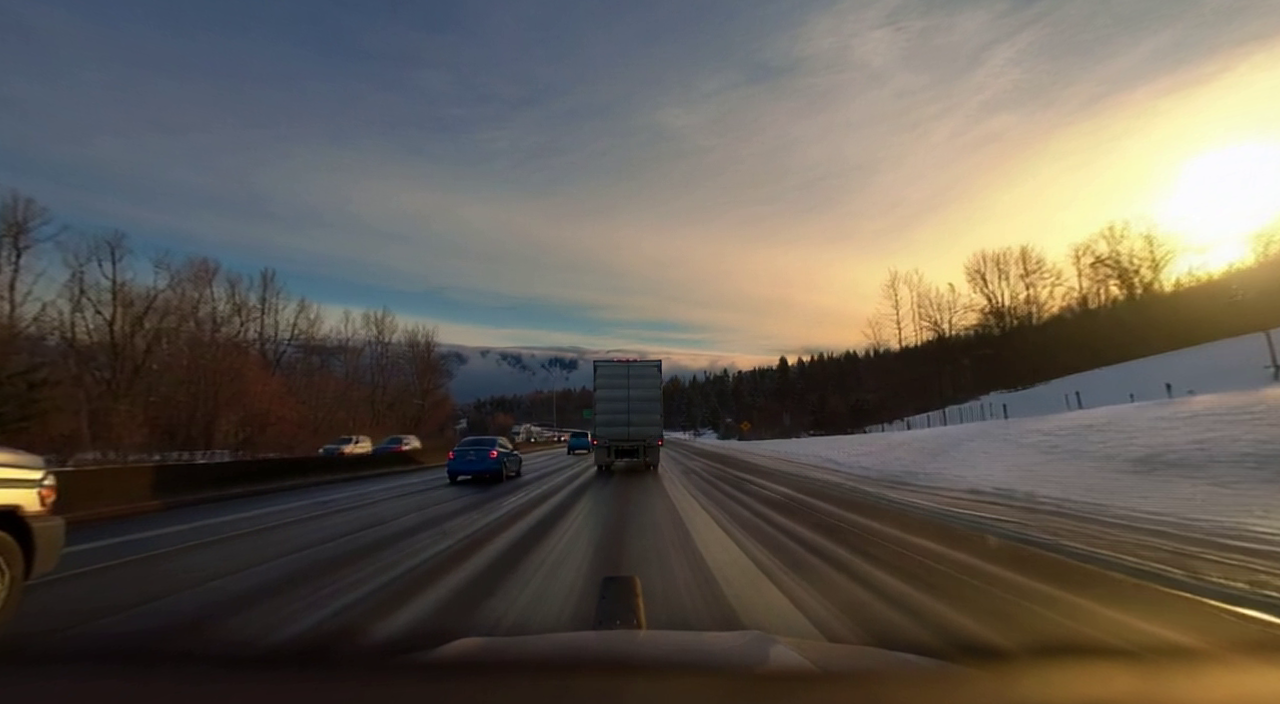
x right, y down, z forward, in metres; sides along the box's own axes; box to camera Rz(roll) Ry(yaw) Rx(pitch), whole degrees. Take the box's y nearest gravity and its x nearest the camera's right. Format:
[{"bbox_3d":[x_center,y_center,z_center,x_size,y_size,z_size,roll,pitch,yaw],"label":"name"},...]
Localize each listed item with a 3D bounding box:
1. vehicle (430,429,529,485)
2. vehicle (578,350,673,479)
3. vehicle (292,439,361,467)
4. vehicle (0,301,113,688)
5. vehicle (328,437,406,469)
[{"bbox_3d":[-4.843,3.212,19.664,1.931,1.539,4.441,0,-8,-1],"label":"vehicle"},{"bbox_3d":[-0.527,2.617,24.857,2.953,4.041,10.072,0,-8,-1],"label":"vehicle"},{"bbox_3d":[-18.238,5.865,36.765,1.823,1.500,4.194,0,-8,0],"label":"vehicle"},{"bbox_3d":[-4.372,0.485,1.365,2.168,1.985,4.952,0,-8,-1],"label":"vehicle"},{"bbox_3d":[-14.315,5.280,33.308,1.960,1.555,4.728,0,-8,1],"label":"vehicle"}]
